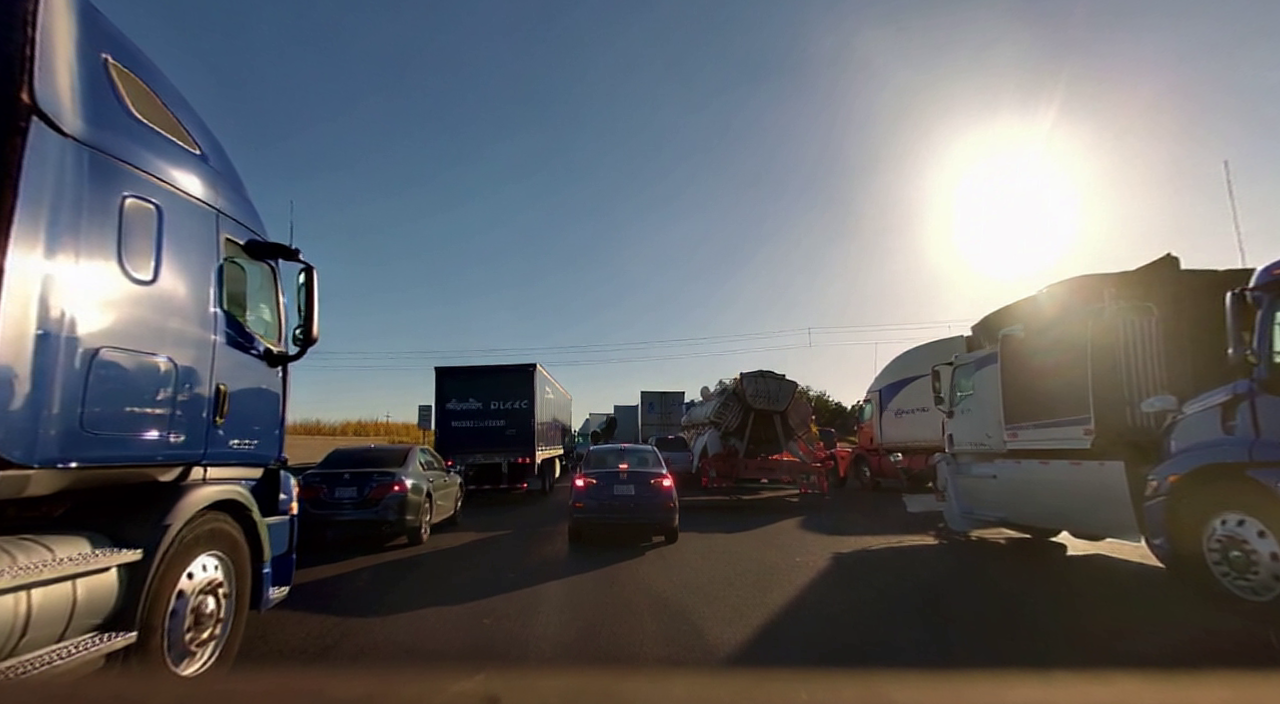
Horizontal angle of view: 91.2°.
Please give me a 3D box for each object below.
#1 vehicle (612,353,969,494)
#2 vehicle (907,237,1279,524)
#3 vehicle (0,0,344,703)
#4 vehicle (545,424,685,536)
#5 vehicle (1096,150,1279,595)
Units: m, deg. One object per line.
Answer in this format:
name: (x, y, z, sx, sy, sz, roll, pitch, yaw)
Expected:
vehicle: (4.614, 3.035, 24.811, 2.877, 4.124, 14.516, 4, -10, -41)
vehicle: (10.743, 0.481, 9.890, 11.409, 4.186, 2.923, -8, -12, 41)
vehicle: (-3.961, -0.170, 0.643, 2.986, 3.391, 9.523, 0, -9, -2)
vehicle: (-0.405, 2.270, 11.640, 2.140, 1.682, 3.971, 0, -9, -1)
vehicle: (11.159, -0.340, 3.272, 13.564, 4.152, 3.110, -9, -12, 42)
